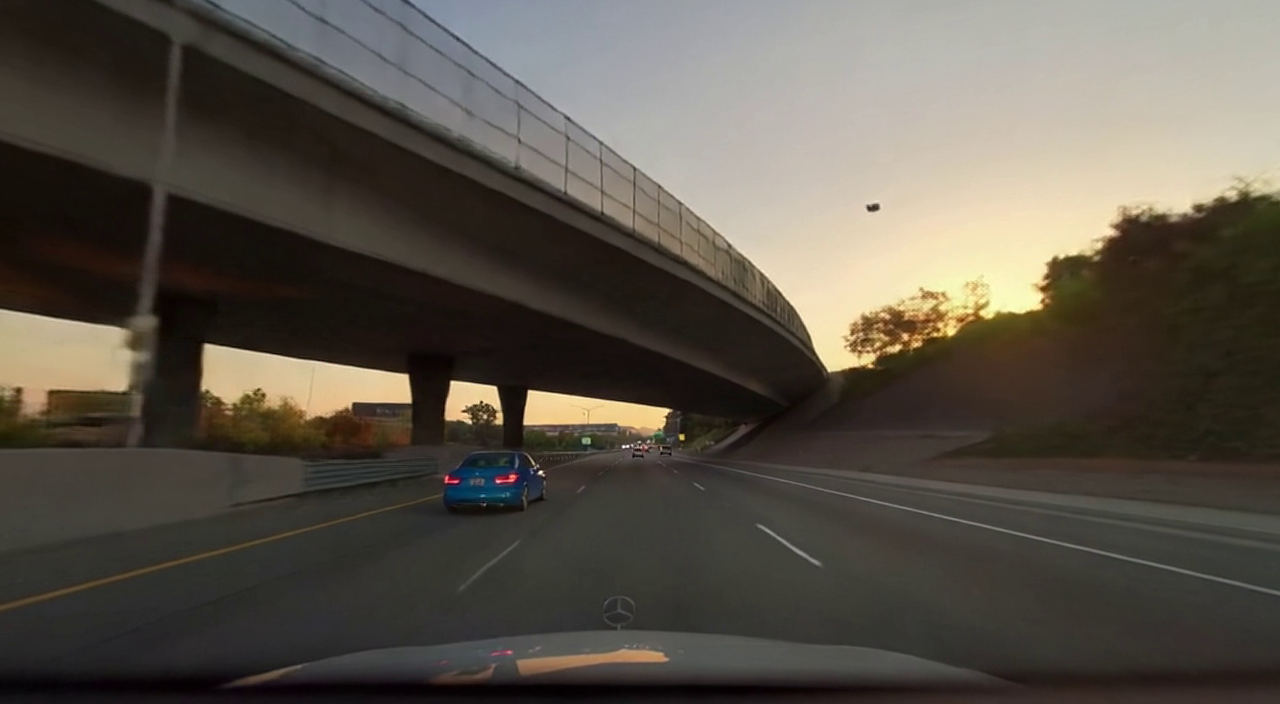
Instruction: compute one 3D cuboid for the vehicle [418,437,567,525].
[{"bbox_3d":[-2.911,2.659,13.648,2.029,1.557,4.570,0,-9,1],"label":"vehicle"}]
